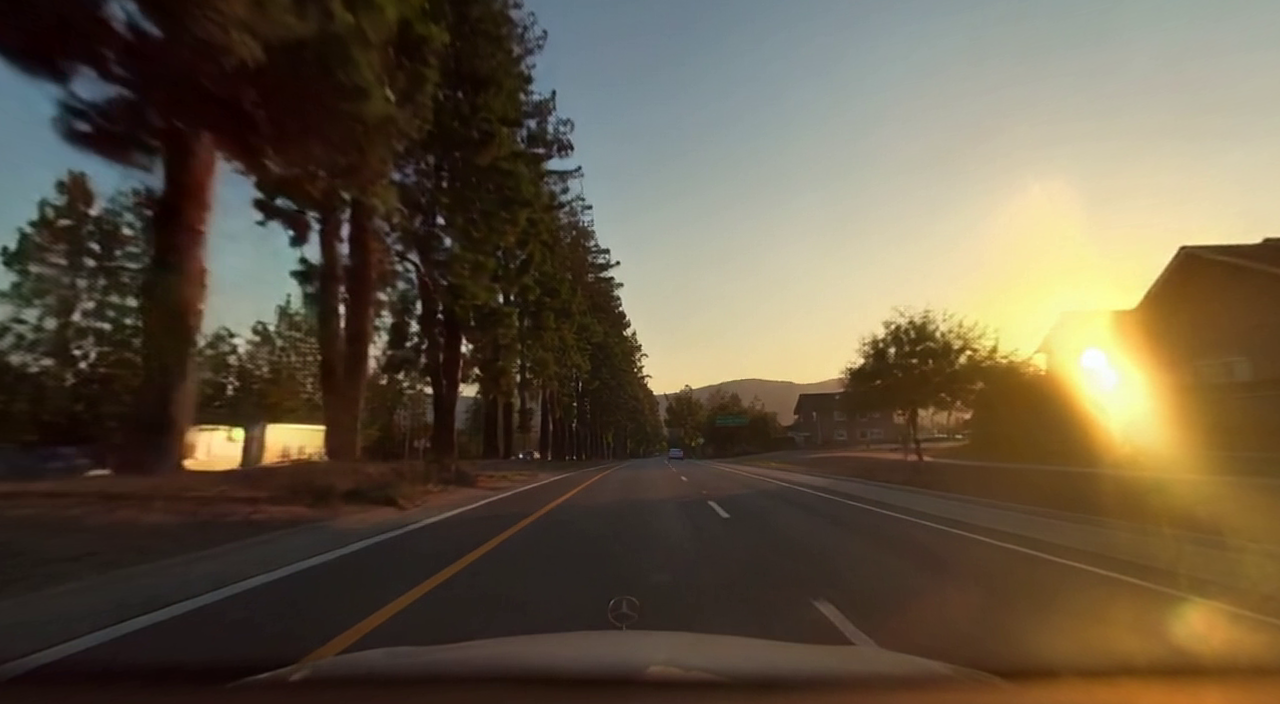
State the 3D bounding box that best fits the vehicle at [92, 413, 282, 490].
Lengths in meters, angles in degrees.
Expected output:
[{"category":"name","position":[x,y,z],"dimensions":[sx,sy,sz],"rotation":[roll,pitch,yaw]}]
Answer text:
[{"category":"vehicle","position":[-22.587,5.067,32.379],"dimensions":[3.178,3.344,8.688],"rotation":[0,-9,0]}]
